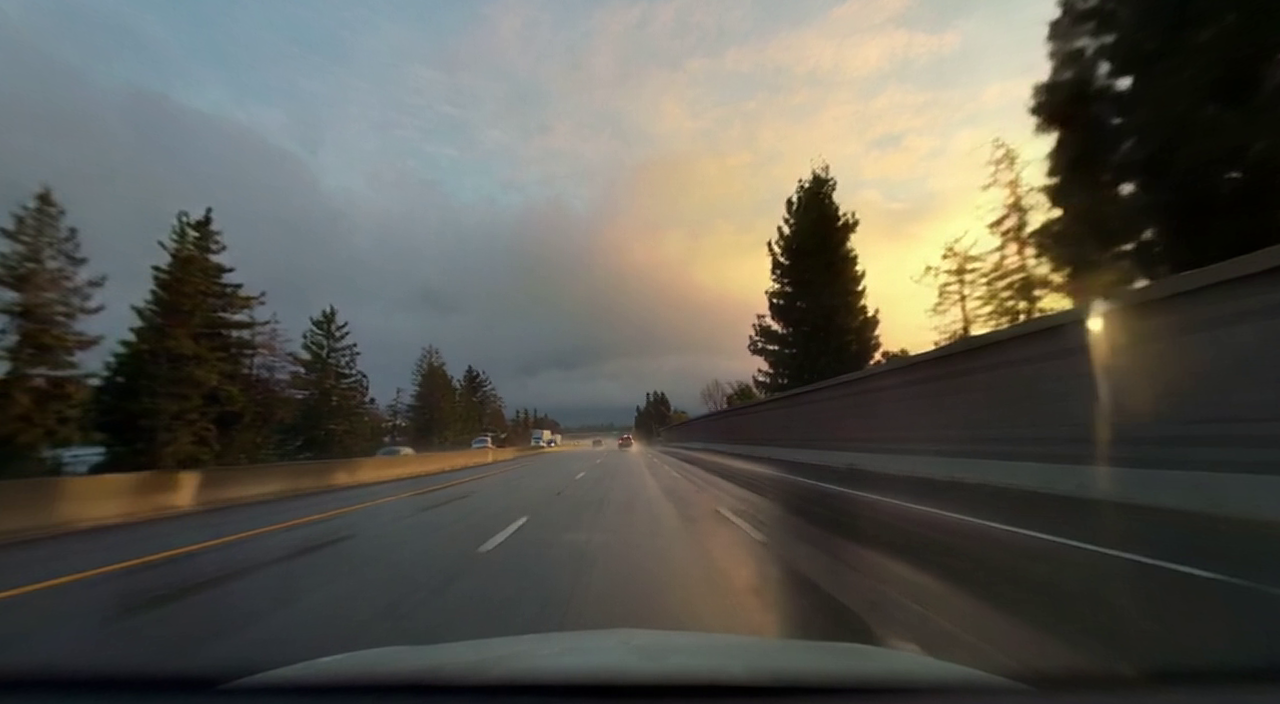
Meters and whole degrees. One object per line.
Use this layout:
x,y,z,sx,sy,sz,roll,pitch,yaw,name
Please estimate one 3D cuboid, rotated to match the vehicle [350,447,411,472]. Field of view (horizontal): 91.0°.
-16.587,6.891,40.552,2.035,1.457,4.716,0,-8,-1,vehicle
